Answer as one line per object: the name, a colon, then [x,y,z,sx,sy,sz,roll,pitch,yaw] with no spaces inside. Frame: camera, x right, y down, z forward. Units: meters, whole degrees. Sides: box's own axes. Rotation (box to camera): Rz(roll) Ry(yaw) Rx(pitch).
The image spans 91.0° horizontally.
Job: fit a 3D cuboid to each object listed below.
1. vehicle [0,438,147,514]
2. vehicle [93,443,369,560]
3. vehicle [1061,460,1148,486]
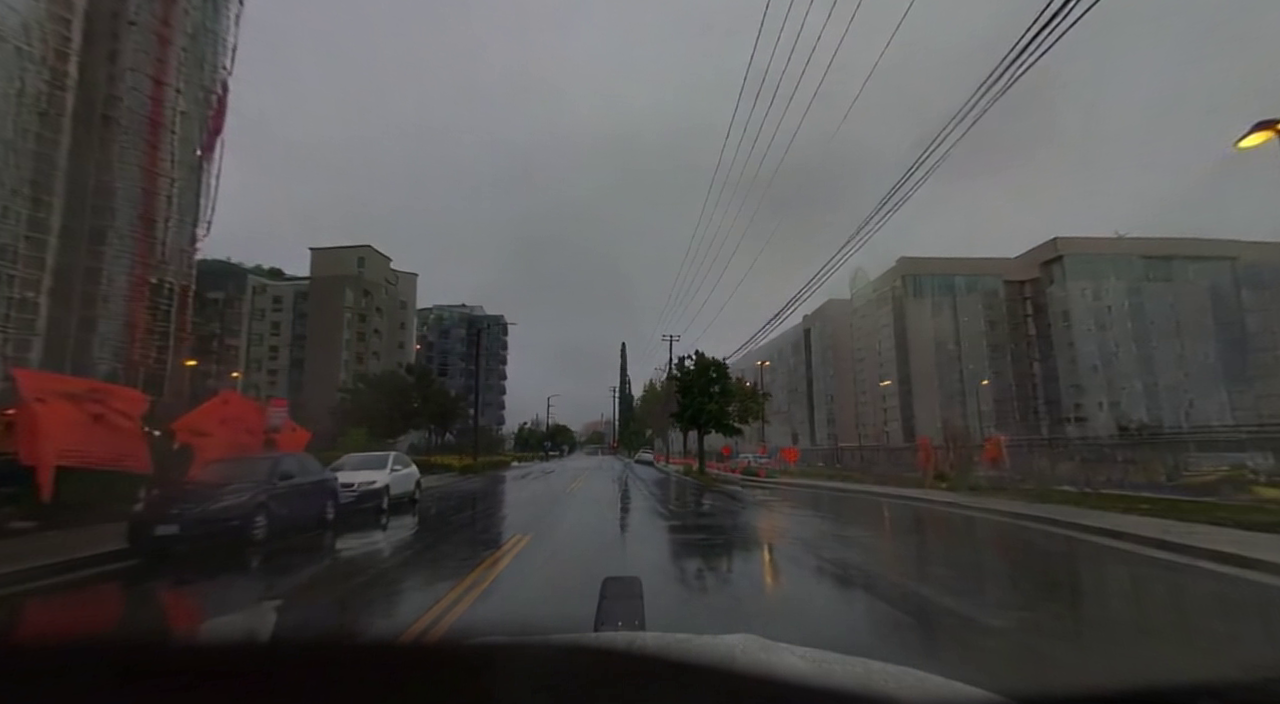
vehicle: [-14.176,3.006,15.839,1.998,1.576,5.203,5,-10,-30]
vehicle: [-6.859,2.497,11.387,1.998,1.633,4.673,0,-9,-2]
vehicle: [34.687,9.023,47.081,4.853,1.751,2.075,0,-9,0]
